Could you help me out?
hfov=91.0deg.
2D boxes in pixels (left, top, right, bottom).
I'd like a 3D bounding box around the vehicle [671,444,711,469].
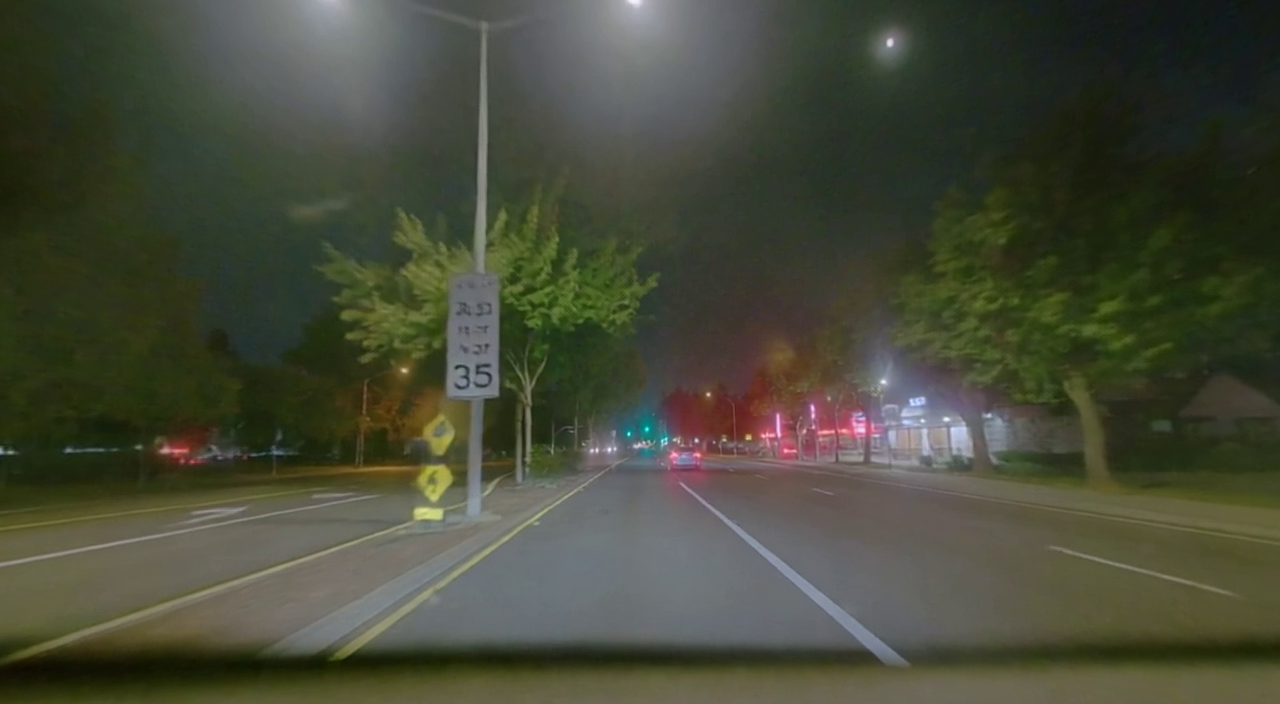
[{"bbox_3d":[3.117,6.549,39.683,2.015,1.479,4.444,0,-8,-2],"label":"vehicle"}]
